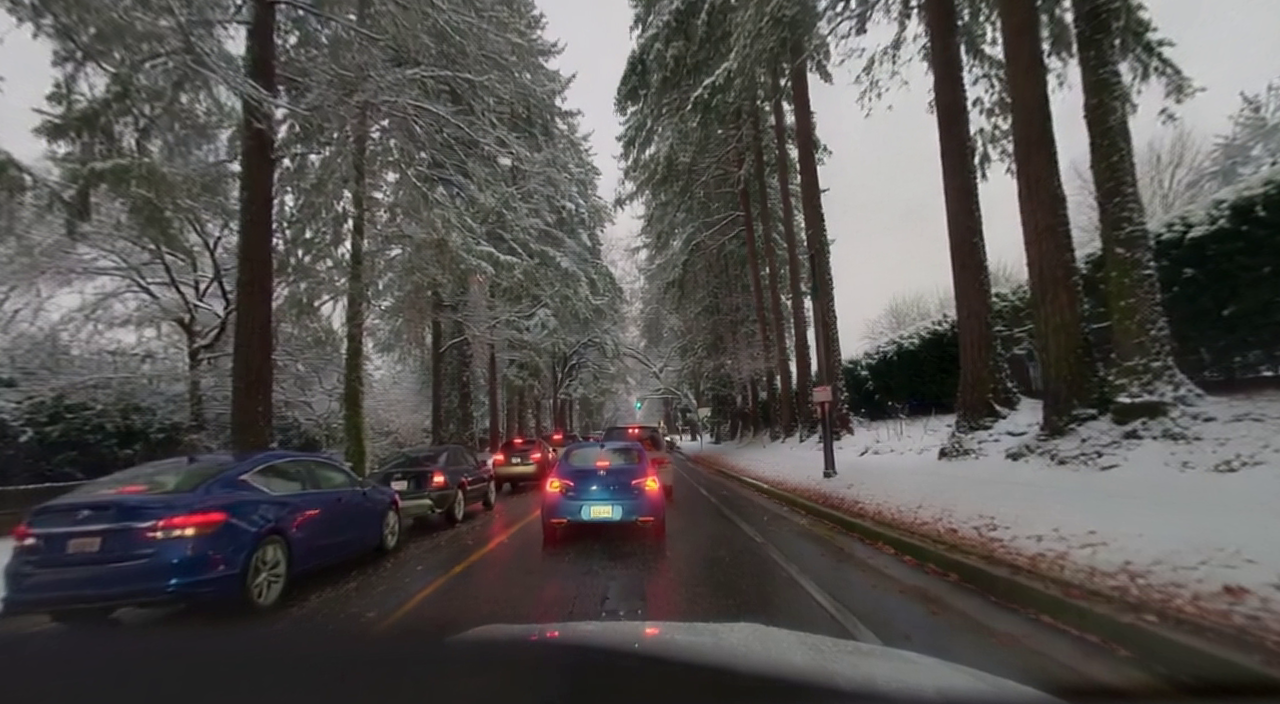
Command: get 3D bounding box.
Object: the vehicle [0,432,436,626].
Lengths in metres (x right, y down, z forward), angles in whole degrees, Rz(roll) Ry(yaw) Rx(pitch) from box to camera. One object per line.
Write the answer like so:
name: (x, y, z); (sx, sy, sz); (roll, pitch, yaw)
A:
vehicle: (-3.816, 1.610, 6.786); (1.784, 1.408, 4.141); (0, -8, 1)

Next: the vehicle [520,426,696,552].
vehicle: (-0.416, 1.965, 9.757); (2.127, 1.517, 4.090); (0, -8, -1)
